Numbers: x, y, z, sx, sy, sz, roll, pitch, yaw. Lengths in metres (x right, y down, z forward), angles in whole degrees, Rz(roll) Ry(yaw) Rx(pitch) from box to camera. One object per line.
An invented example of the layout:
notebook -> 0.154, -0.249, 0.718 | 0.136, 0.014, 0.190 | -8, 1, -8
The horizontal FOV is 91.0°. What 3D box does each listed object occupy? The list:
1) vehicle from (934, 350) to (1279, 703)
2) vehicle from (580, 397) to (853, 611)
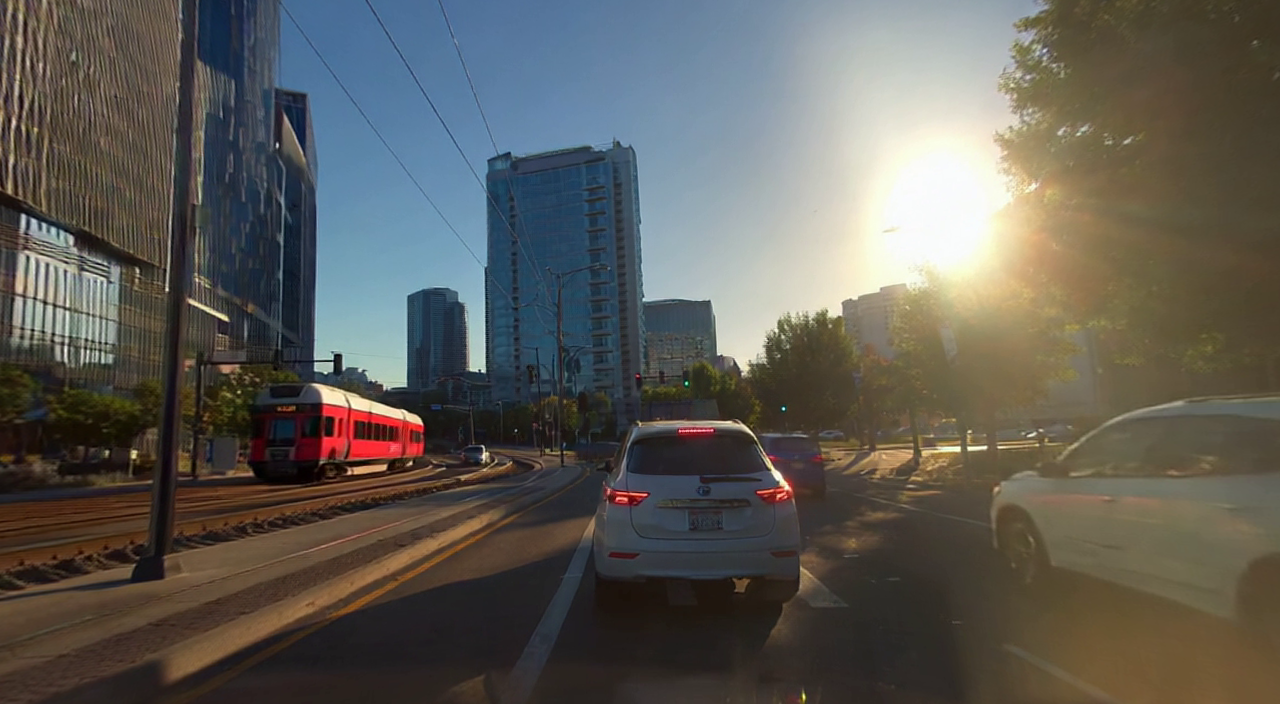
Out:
vehicle -> 4.252, 1.028, 4.107 | 2.165, 1.760, 5.064 | 0, -9, 0
vehicle -> 0.506, 1.518, 7.155 | 2.190, 1.684, 4.084 | 0, -9, -3
